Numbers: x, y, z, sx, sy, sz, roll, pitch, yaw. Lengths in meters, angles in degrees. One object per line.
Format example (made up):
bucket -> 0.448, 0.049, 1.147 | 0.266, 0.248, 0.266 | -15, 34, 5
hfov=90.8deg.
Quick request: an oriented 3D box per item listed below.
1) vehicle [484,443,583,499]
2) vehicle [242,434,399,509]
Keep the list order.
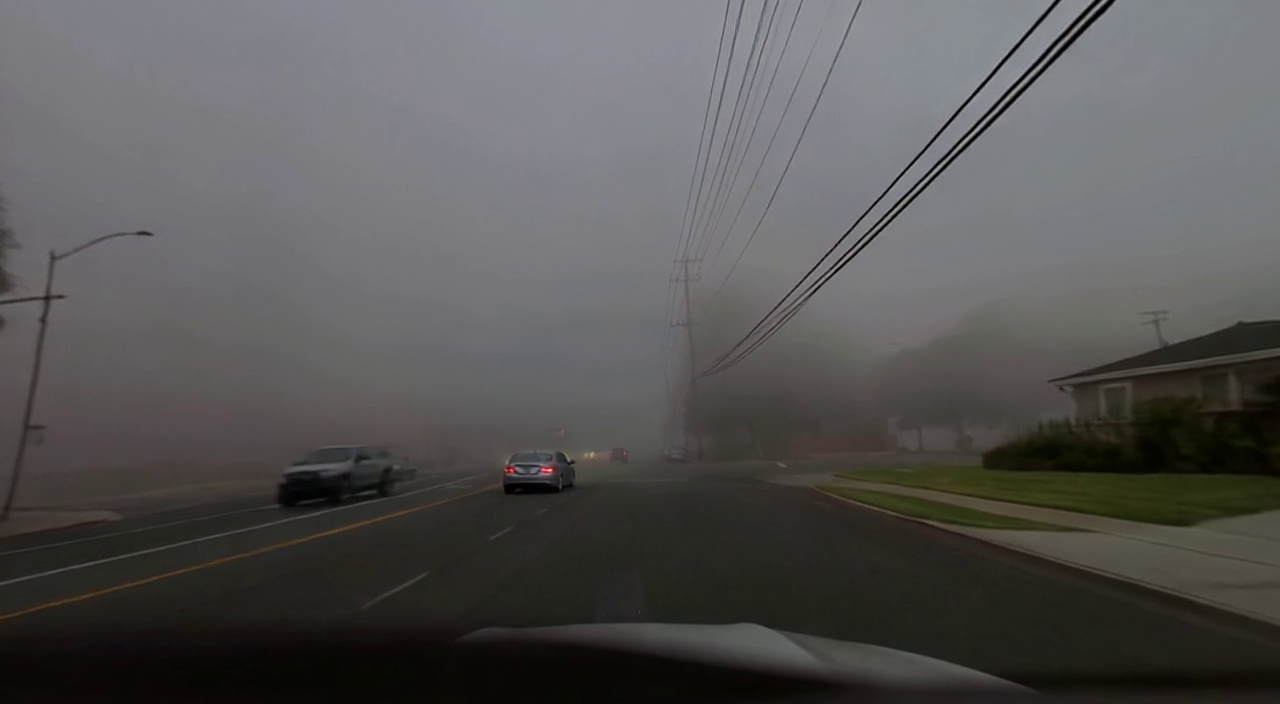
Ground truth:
vehicle -> -3.036, 3.503, 19.105 | 2.041, 1.471, 4.602 | 0, -8, 2
vehicle -> -9.594, 3.606, 19.681 | 2.115, 1.978, 5.647 | 1, -8, -2
